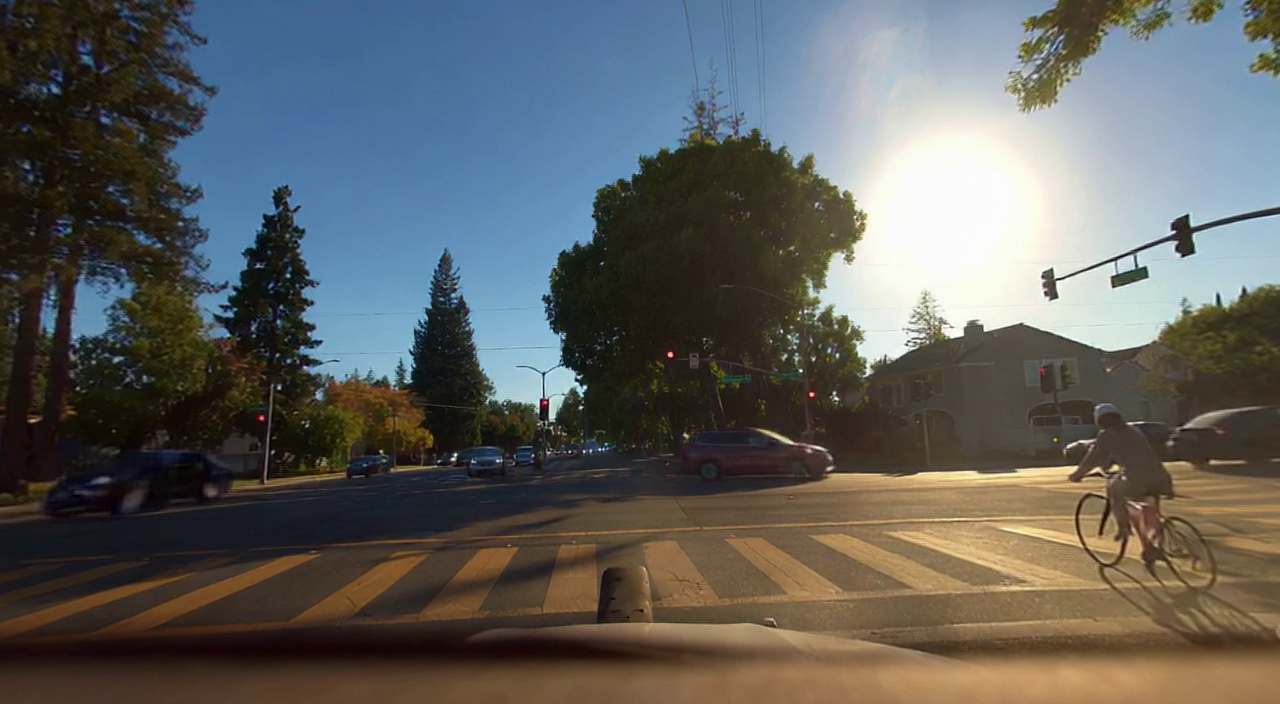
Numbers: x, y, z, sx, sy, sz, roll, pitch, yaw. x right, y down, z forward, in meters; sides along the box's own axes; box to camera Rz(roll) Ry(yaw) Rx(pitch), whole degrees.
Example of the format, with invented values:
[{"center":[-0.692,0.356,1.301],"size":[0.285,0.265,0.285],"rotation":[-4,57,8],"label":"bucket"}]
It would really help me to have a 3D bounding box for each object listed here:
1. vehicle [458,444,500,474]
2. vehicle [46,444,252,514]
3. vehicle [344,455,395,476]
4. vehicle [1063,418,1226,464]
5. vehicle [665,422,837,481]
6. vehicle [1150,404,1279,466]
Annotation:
[{"center":[-8.712,5.814,34.491],"size":[2.017,1.496,4.749],"rotation":[2,-9,-12],"label":"vehicle"},{"center":[-14.268,3.678,18.865],"size":[2.093,1.769,4.971],"rotation":[0,-9,1],"label":"vehicle"},{"center":[-20.766,8.680,48.543],"size":[1.872,1.455,4.576],"rotation":[0,-9,1],"label":"vehicle"},{"center":[17.332,3.081,21.805],"size":[3.969,1.493,1.823],"rotation":[-1,-9,1],"label":"vehicle"},{"center":[3.641,3.318,21.041],"size":[5.188,1.731,2.191],"rotation":[-5,-10,30],"label":"vehicle"},{"center":[18.168,2.383,18.038],"size":[5.217,1.673,2.006],"rotation":[-1,-9,2],"label":"vehicle"}]
